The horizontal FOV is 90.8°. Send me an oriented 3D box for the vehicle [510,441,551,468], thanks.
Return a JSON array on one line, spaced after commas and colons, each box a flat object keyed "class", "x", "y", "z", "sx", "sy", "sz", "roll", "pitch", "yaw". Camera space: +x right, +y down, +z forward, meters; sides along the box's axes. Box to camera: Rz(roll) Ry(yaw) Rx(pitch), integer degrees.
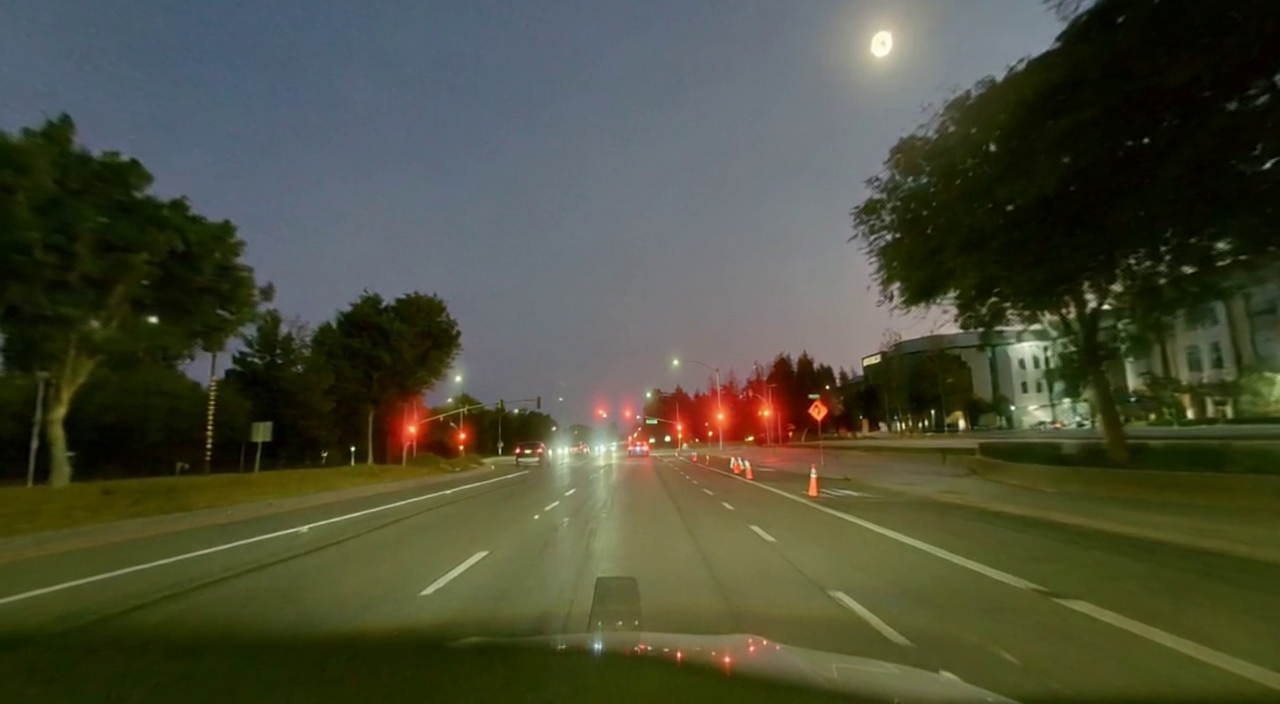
[{"class": "vehicle", "x": -6.629, "y": 6.247, "z": 38.673, "sx": 1.869, "sy": 1.570, "sz": 4.064, "roll": 0, "pitch": -9, "yaw": -2}]
